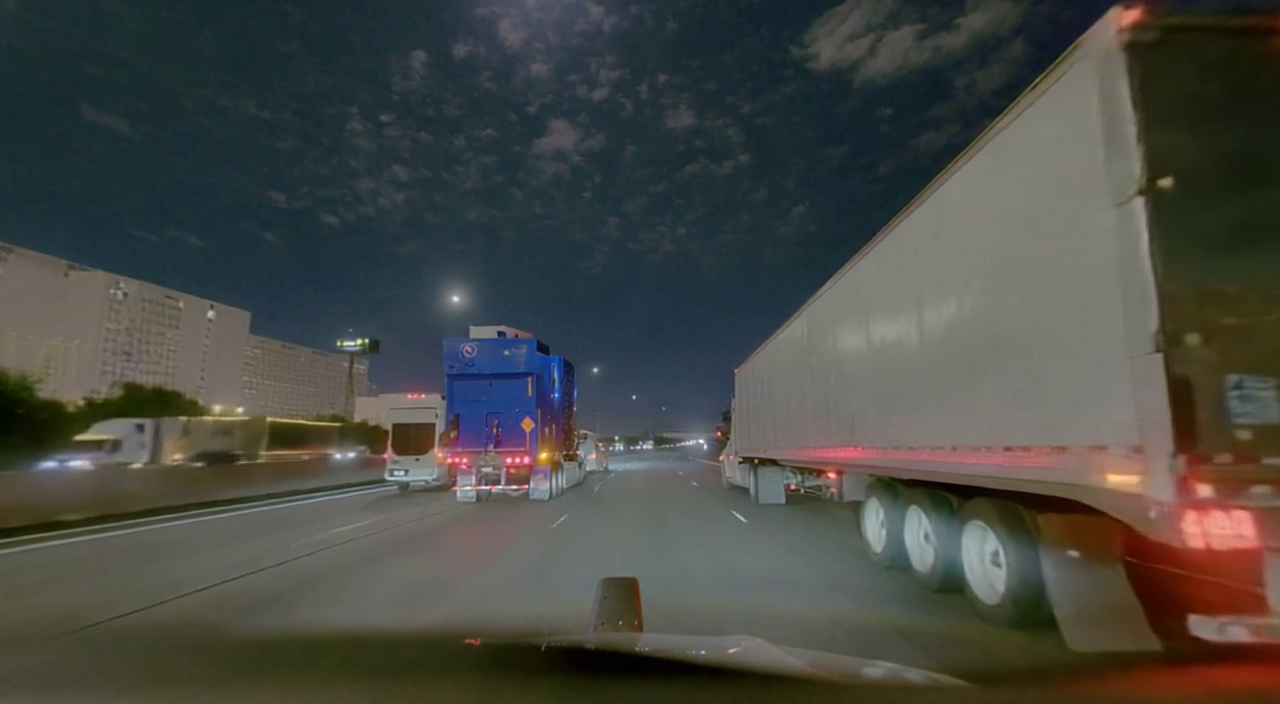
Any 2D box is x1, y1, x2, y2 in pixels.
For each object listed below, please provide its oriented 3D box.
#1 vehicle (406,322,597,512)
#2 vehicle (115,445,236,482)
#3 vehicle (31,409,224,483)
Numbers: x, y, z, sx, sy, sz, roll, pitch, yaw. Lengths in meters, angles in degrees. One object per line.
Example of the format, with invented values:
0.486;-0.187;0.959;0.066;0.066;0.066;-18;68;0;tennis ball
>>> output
-3.547;2.630;21.917;2.939;4.132;16.303;-1;-9;0;vehicle
-27.314;6.548;37.554;2.465;2.000;6.296;0;-9;0;vehicle
-30.713;5.789;38.826;2.999;3.908;10.302;0;-9;1;vehicle
